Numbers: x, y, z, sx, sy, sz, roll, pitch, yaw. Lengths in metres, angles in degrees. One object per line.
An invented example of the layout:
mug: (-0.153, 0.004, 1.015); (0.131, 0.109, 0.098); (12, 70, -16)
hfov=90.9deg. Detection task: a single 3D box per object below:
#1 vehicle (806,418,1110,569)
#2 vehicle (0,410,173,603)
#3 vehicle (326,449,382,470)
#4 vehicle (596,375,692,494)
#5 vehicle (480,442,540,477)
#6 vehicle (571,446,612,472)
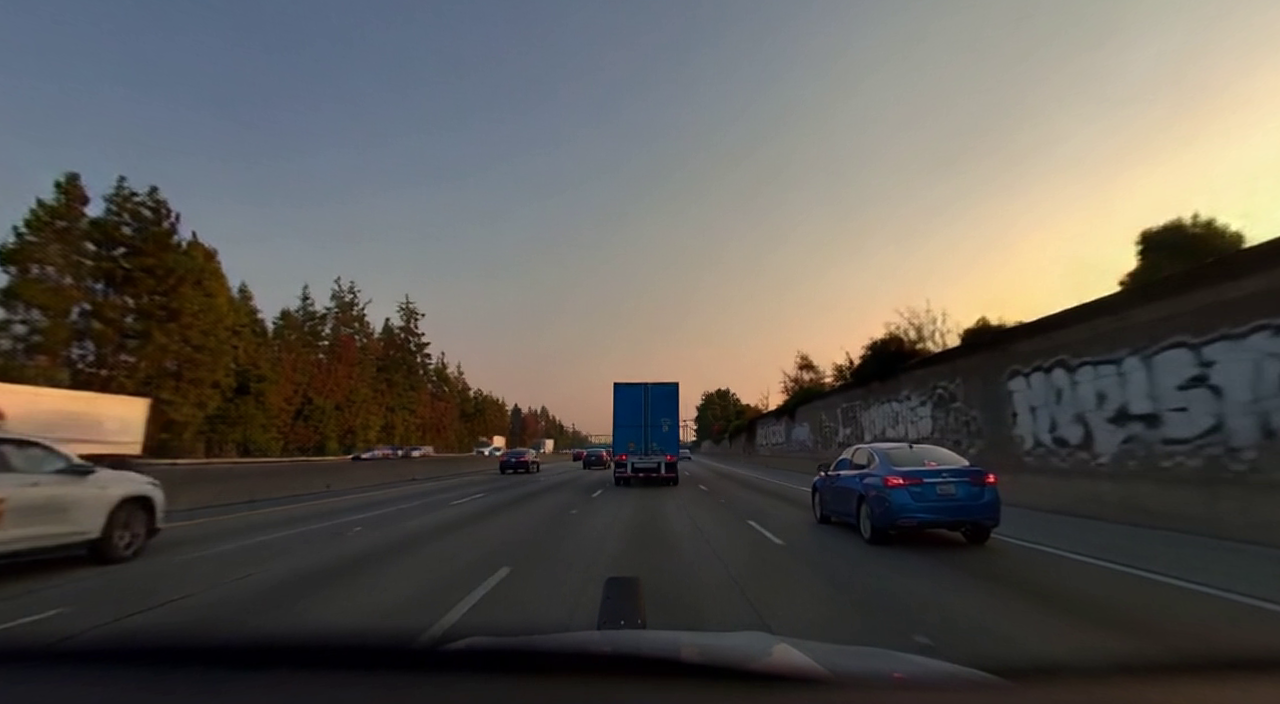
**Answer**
vehicle: (4.170, 1.948, 9.377); (2.205, 1.689, 4.403); (0, -9, 0)
vehicle: (-6.687, 1.278, 5.017); (2.134, 1.662, 4.851); (0, -9, 1)
vehicle: (-20.754, 7.822, 45.909); (1.806, 1.455, 4.426); (-1, -9, 3)
vehicle: (0.120, 3.295, 24.351); (2.915, 3.661, 9.741); (0, -9, 0)
vehicle: (-6.372, 5.351, 31.416); (2.005, 1.607, 4.042); (-1, -9, 2)
vehicle: (-2.892, 6.487, 38.347); (2.020, 1.505, 4.171); (0, -9, 2)
